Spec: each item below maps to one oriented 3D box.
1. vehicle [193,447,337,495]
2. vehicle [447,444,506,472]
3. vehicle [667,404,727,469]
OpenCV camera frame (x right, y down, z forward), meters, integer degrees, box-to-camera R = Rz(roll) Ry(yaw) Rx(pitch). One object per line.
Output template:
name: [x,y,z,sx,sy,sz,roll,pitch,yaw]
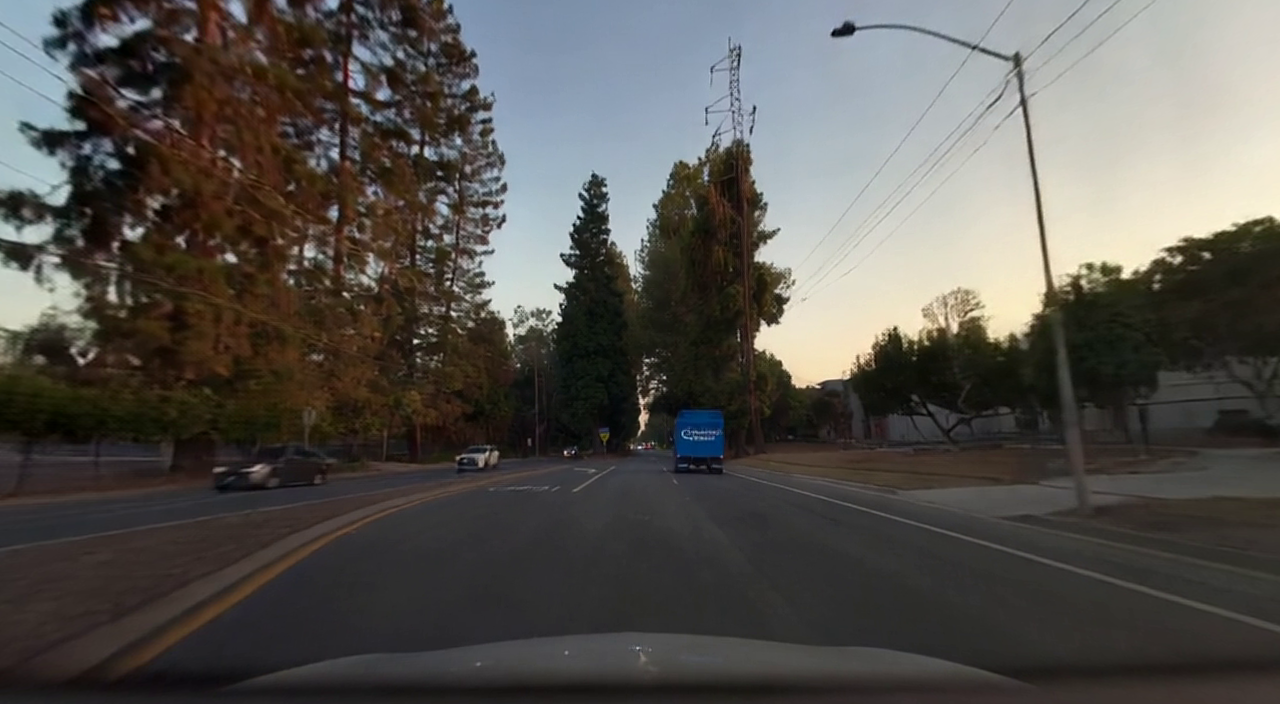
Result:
vehicle: [-11.951,3.773,20.392,1.973,1.368,4.253,0,-8,1]
vehicle: [-8.981,5.867,34.936,2.011,1.460,4.420,0,-8,1]
vehicle: [3.632,5.725,42.273,2.973,3.848,9.336,0,-8,-1]
